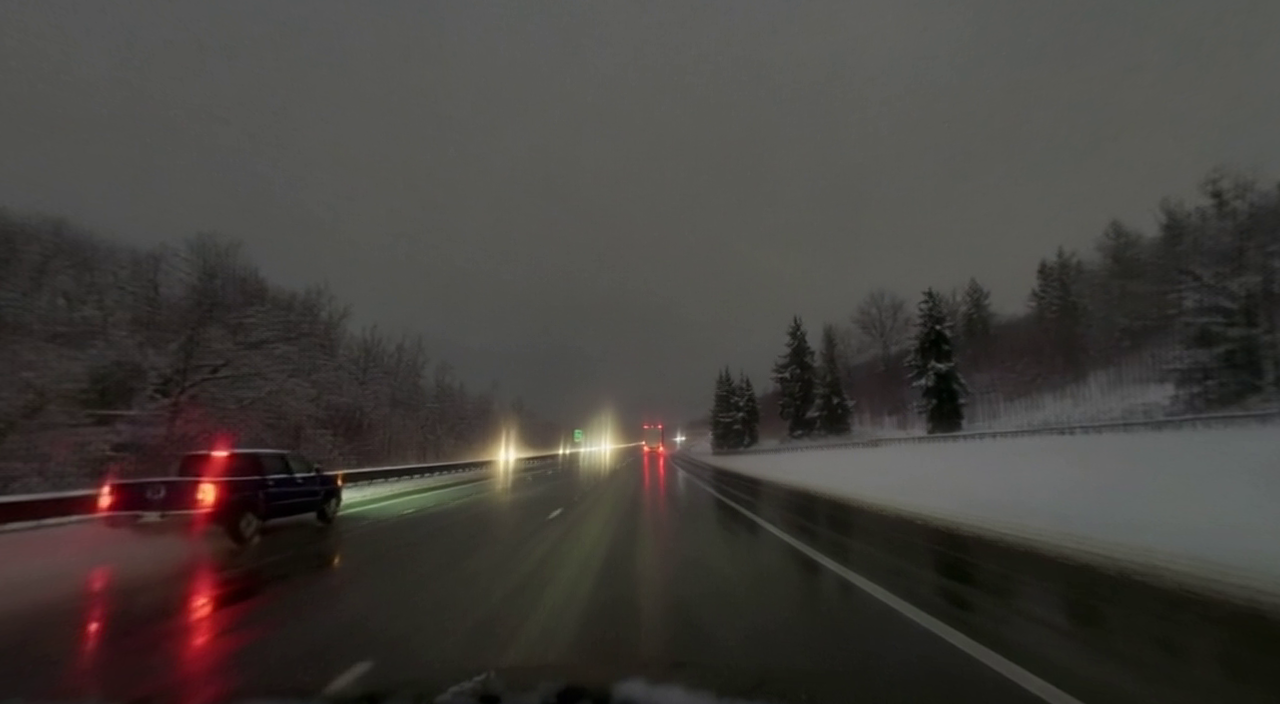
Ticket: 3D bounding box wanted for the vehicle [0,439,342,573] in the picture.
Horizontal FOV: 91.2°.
[{"bbox_3d":[-6.583,2.133,9.518,1.956,1.538,4.318,0,-9,0],"label":"vehicle"}]
